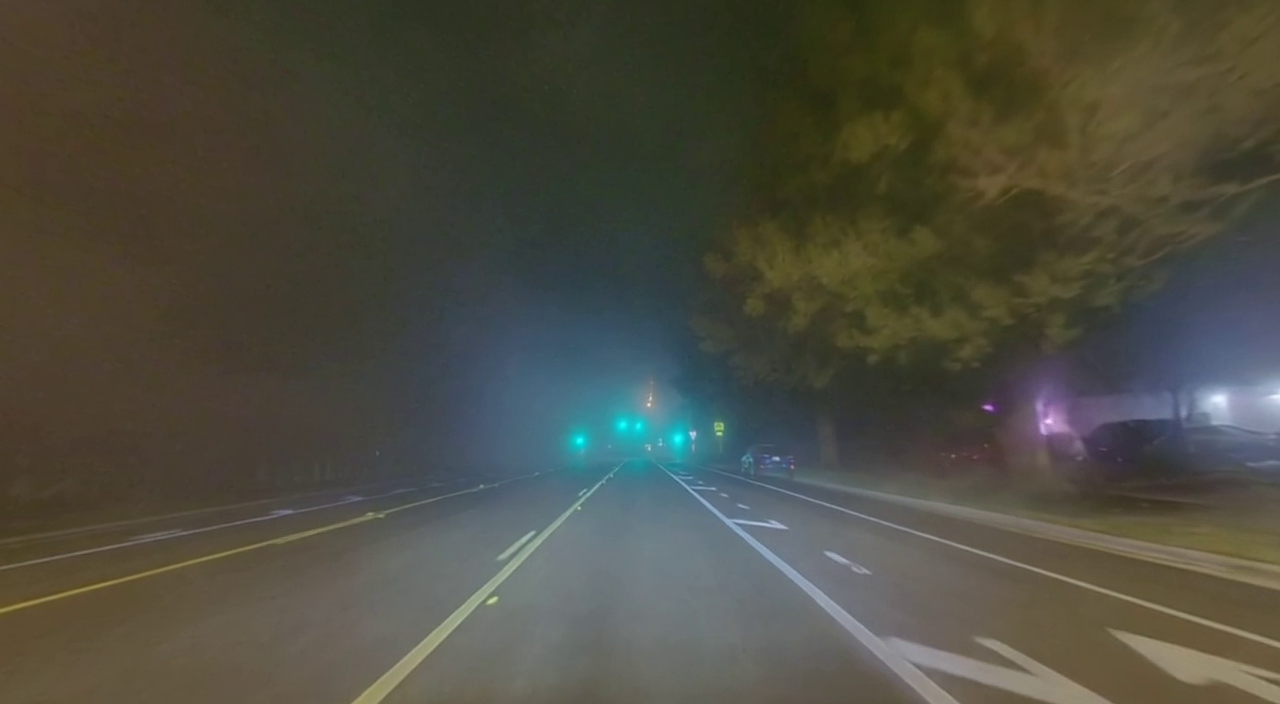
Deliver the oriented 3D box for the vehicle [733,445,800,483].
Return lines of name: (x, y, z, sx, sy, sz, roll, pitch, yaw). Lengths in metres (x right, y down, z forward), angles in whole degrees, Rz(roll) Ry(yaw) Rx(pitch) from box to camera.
vehicle: (5.313, 4.764, 27.153, 1.984, 1.418, 4.709, 2, -9, 1)

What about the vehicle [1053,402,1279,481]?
vehicle: (15.245, 2.572, 18.115, 5.136, 1.795, 2.244, -3, -9, -3)
